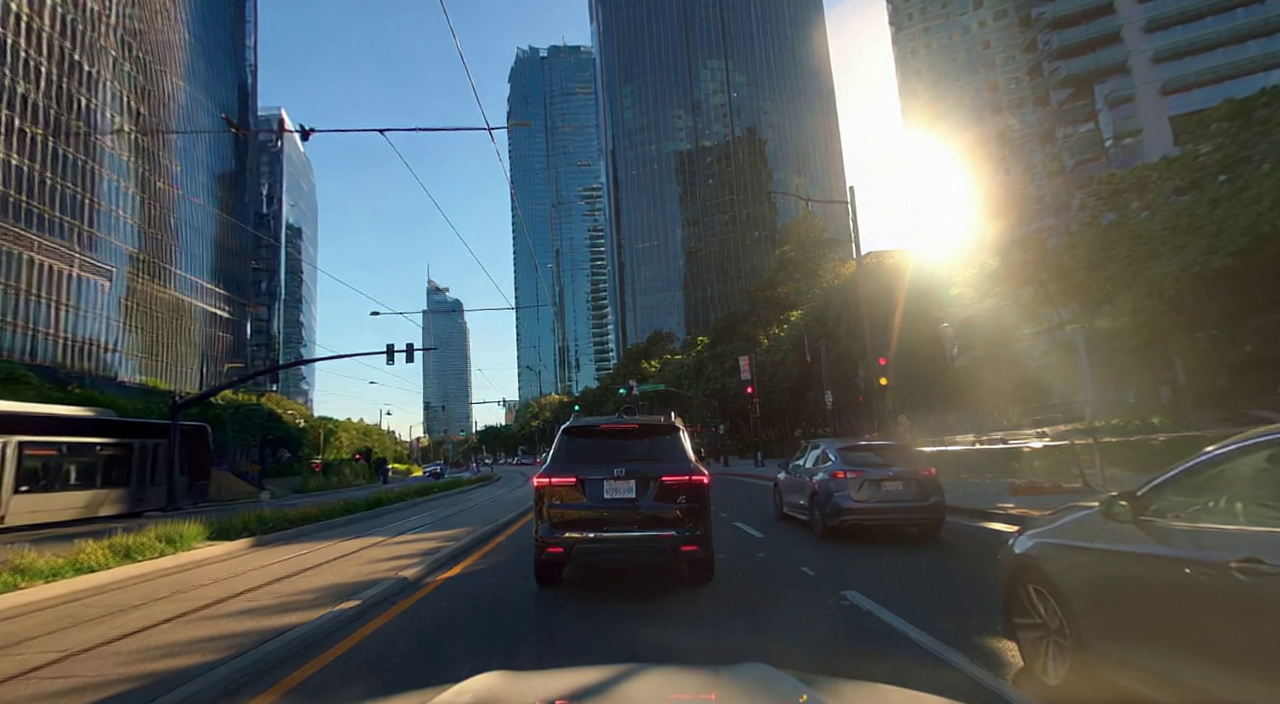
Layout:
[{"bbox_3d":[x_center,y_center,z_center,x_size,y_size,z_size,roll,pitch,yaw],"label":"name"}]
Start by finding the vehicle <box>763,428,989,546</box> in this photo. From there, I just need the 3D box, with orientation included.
[{"bbox_3d":[3.633,2.156,10.766,2.128,1.582,4.188,0,-8,-2],"label":"vehicle"}]

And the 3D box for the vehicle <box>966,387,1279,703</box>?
[{"bbox_3d":[3.136,0.824,1.847,1.993,1.480,4.324,0,-8,-1],"label":"vehicle"}]

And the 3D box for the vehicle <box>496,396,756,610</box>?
[{"bbox_3d":[-0.190,1.579,7.518,2.178,1.779,4.255,0,-8,-2],"label":"vehicle"}]

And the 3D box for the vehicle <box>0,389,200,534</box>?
[{"bbox_3d":[-19.759,3.630,20.247,3.393,4.045,11.306,-5,-10,-1],"label":"vehicle"}]
